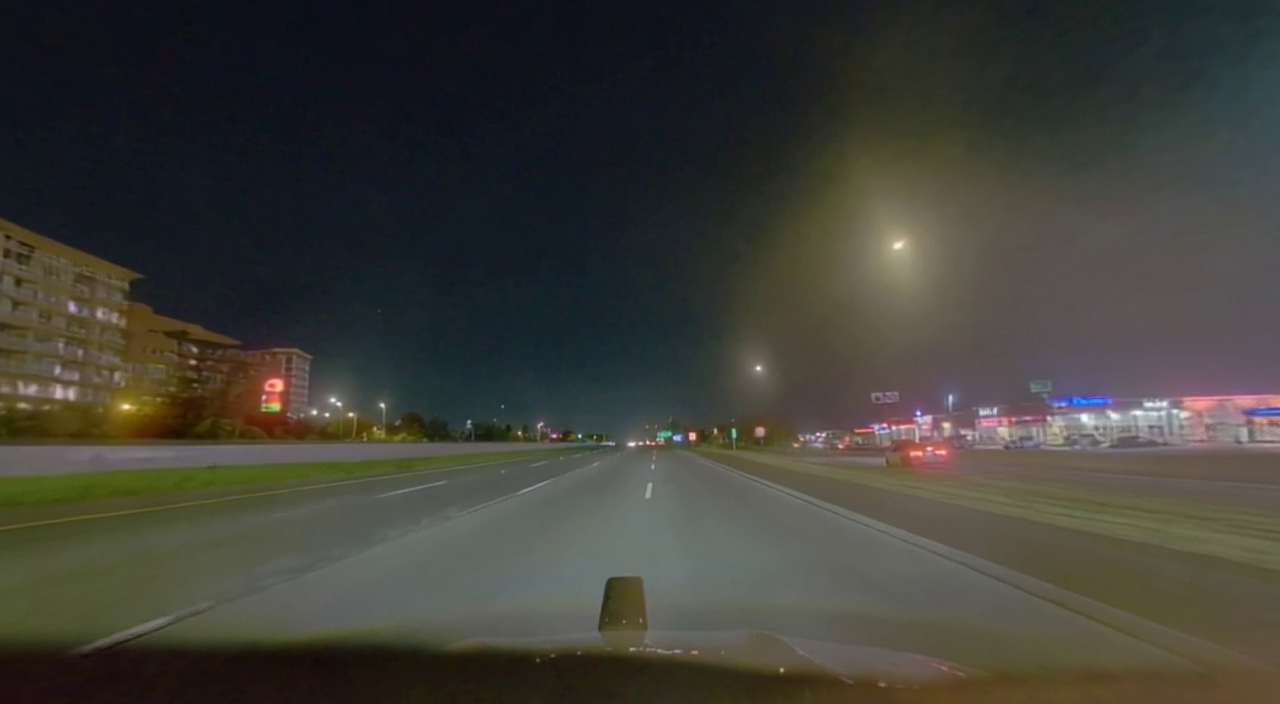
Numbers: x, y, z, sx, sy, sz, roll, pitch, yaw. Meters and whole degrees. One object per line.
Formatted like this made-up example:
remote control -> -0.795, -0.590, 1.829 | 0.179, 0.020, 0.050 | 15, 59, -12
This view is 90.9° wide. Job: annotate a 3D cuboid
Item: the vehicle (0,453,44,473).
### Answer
vehicle -> -49.705, 8.711, 49.596 | 2.075, 1.433, 3.697 | 0, -8, -3
